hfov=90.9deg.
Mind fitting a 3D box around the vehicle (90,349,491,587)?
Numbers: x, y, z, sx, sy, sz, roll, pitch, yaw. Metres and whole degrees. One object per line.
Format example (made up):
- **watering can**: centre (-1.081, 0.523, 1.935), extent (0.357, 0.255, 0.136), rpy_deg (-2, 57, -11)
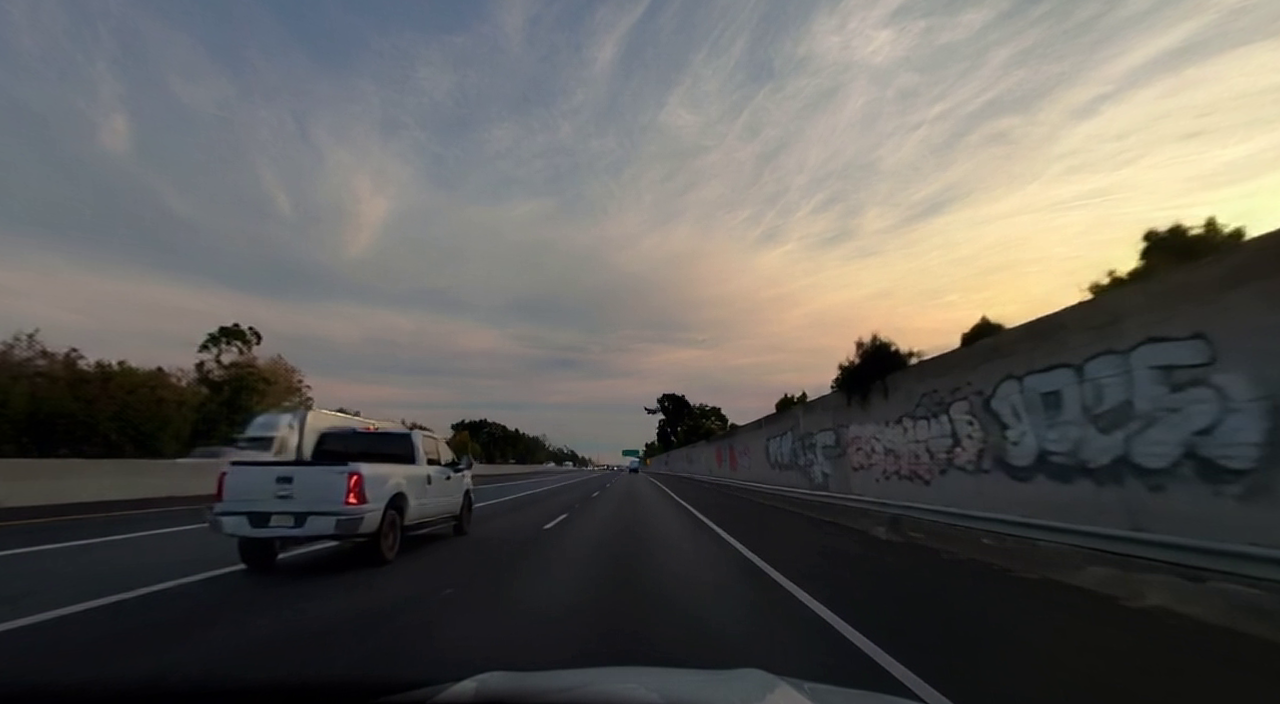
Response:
- **vehicle**: centre (-4.319, 1.730, 9.608), extent (2.597, 2.434, 6.020), rpy_deg (1, -11, 0)
